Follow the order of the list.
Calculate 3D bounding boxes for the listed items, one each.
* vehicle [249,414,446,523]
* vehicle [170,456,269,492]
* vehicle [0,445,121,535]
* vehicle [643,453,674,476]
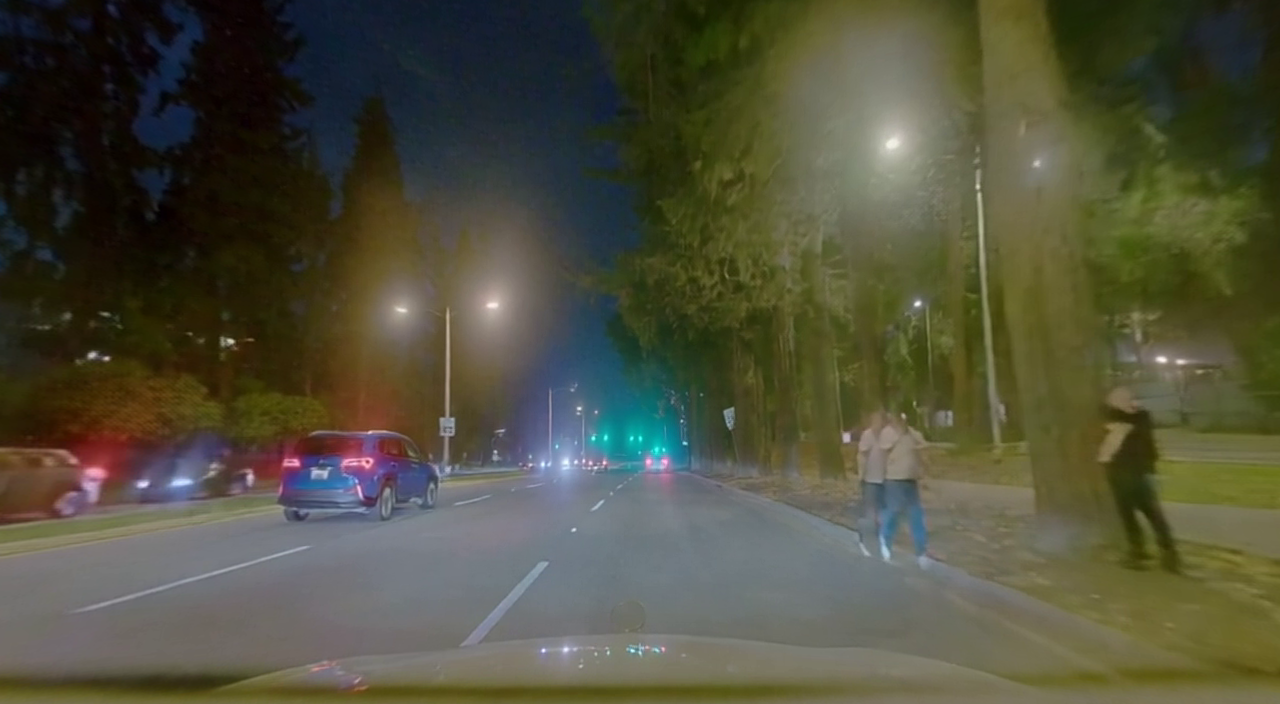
[{"bbox_3d":[-5.834,2.377,13.322,2.027,1.908,4.273,0,-8,1],"label":"vehicle"},{"bbox_3d":[-21.562,6.234,32.569,1.981,1.650,4.491,0,-8,1],"label":"vehicle"},{"bbox_3d":[-12.051,2.396,10.925,2.064,1.515,5.056,0,-8,-4],"label":"vehicle"},{"bbox_3d":[1.285,7.980,44.908,2.091,1.494,3.962,0,-8,0],"label":"vehicle"}]
